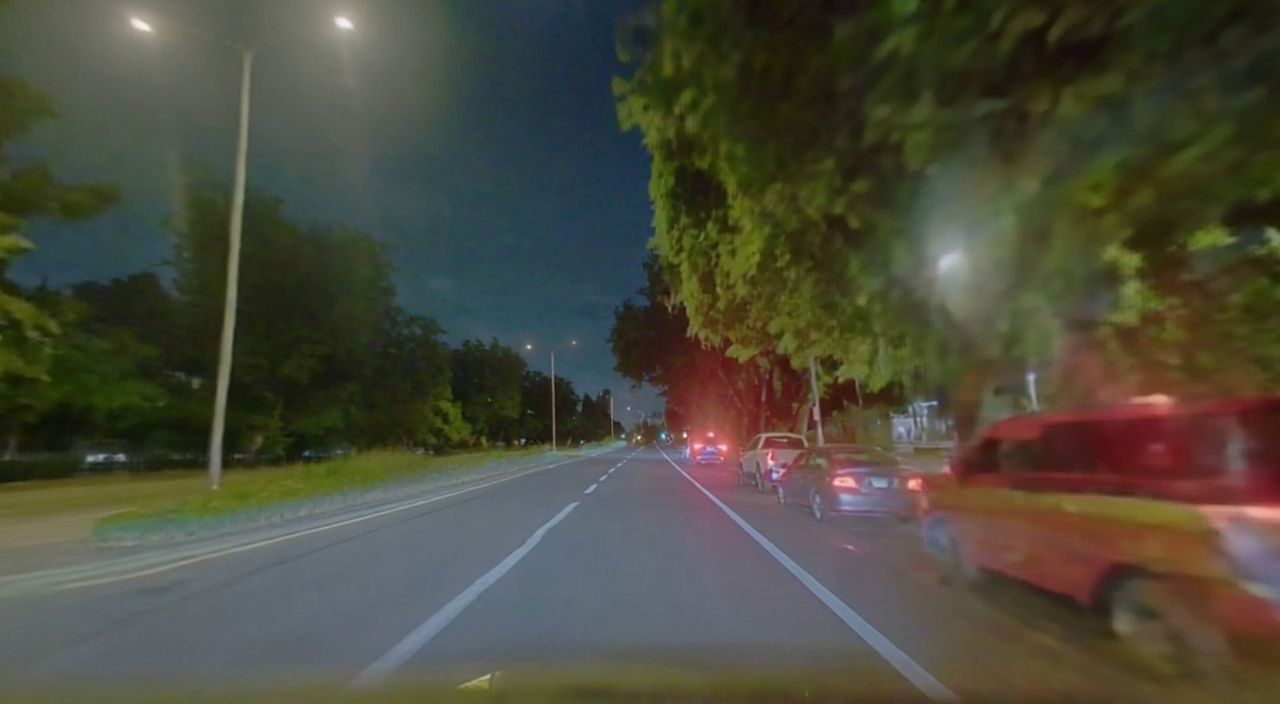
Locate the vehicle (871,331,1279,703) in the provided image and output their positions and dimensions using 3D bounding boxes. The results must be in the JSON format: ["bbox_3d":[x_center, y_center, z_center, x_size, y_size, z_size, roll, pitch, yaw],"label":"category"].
[{"bbox_3d":[3.596,1.117,4.660,2.144,1.848,4.159,0,-8,0],"label":"vehicle"}]

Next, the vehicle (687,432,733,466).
[{"bbox_3d":[4.174,5.876,38.415,2.226,1.889,4.543,0,-8,-1],"label":"vehicle"}]

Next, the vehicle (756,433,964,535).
[{"bbox_3d":[3.672,2.279,11.649,2.068,1.461,4.653,0,-8,-1],"label":"vehicle"}]
